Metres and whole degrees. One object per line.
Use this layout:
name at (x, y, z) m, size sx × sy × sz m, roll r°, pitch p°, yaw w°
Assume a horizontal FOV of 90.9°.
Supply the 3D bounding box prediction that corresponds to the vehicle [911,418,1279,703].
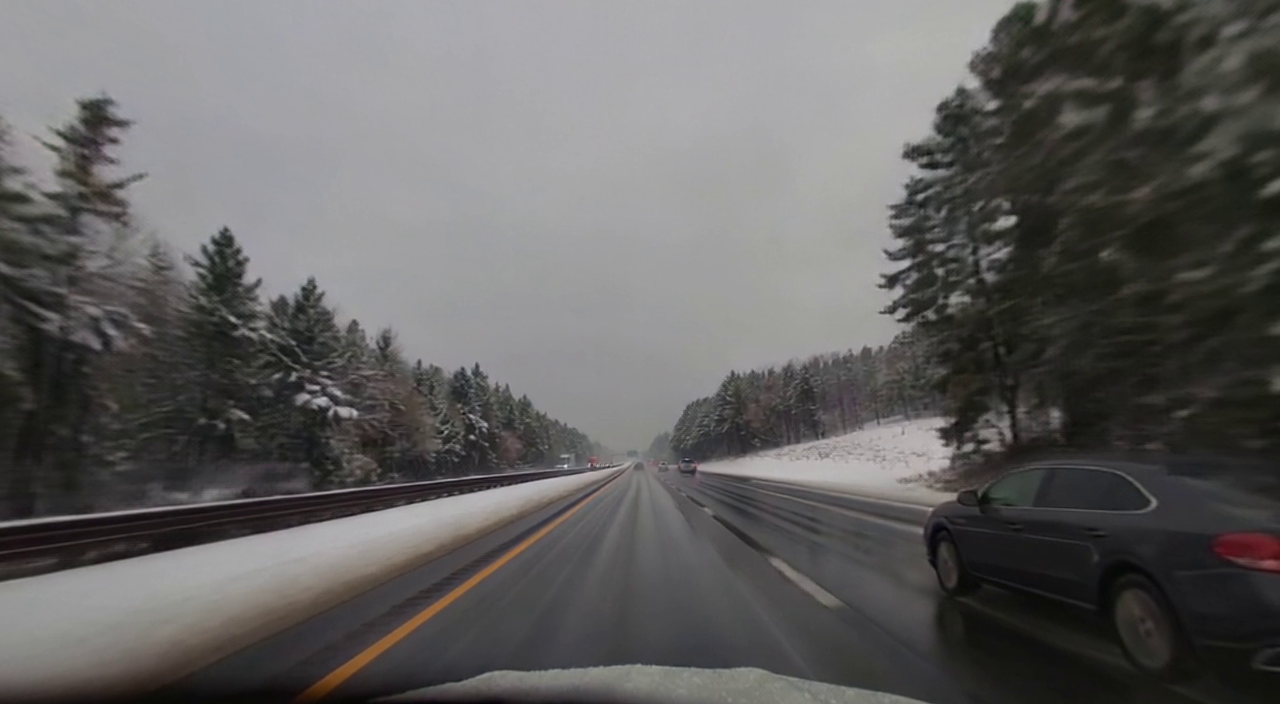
vehicle at (3.684, 1.355, 4.374) m, size 1.825 × 1.494 × 3.959 m, roll 1°, pitch -10°, yaw 0°

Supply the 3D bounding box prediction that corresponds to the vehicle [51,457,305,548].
vehicle at (-8.674, 2.837, 12.379) m, size 1.924 × 1.440 × 3.945 m, roll 1°, pitch -10°, yaw 0°
